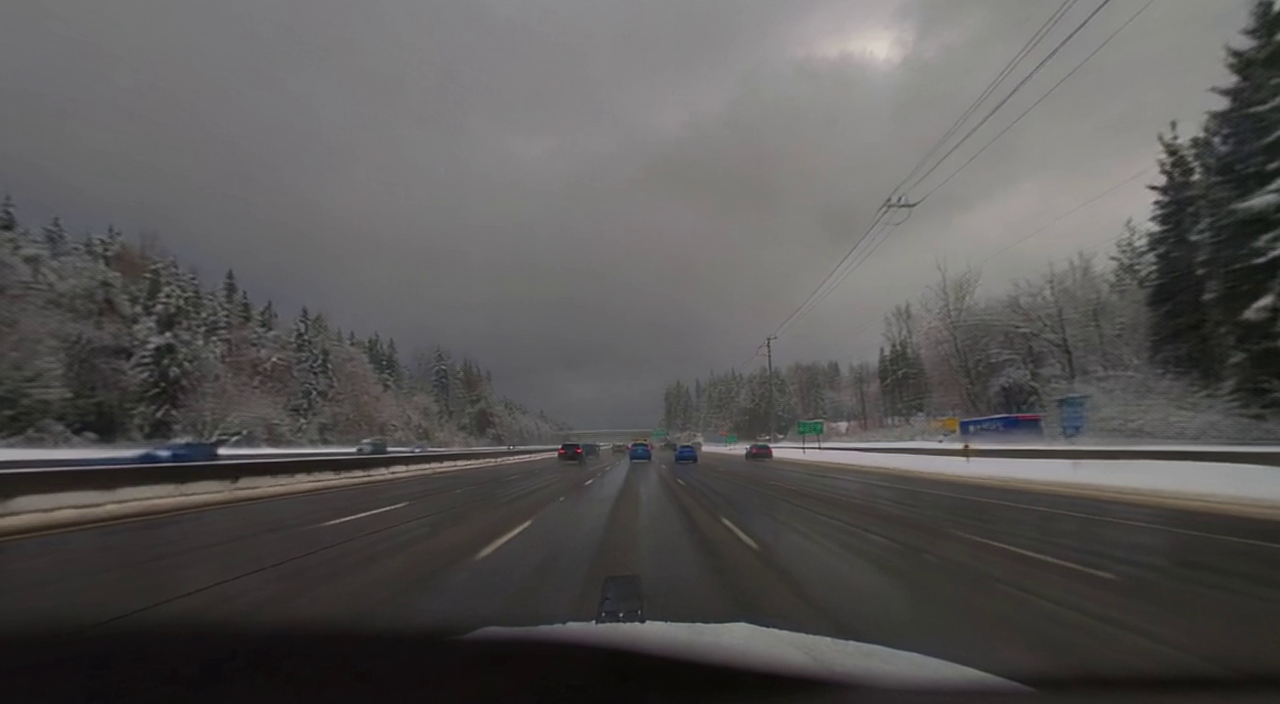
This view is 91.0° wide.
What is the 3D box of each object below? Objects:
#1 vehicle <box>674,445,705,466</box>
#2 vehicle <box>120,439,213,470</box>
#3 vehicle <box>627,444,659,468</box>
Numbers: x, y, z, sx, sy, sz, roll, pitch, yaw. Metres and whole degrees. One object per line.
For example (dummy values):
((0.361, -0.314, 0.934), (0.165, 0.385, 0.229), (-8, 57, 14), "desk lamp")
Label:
((3.761, 7.973, 48.571), (2.076, 1.506, 4.050), (0, -9, 0), "vehicle")
((-25.237, 5.472, 33.740), (1.833, 1.522, 3.969), (0, -9, 1), "vehicle")
((0.203, 7.027, 42.742), (2.066, 1.562, 4.198), (0, -9, 0), "vehicle")
